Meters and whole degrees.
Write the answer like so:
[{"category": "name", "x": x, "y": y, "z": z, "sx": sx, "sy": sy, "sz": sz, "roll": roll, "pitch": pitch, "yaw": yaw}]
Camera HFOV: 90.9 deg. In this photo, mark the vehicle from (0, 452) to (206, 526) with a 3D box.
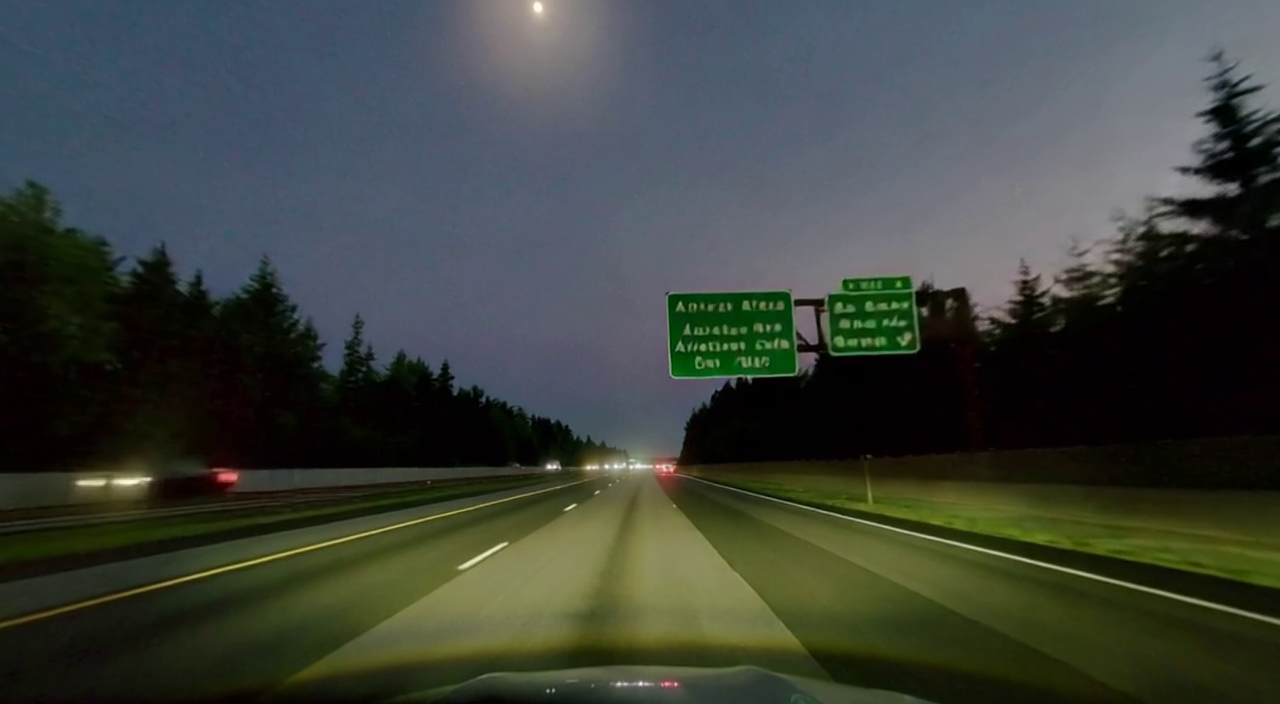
[{"category": "vehicle", "x": -12.875, "y": 3.205, "z": 15.114, "sx": 1.858, "sy": 1.466, "sz": 4.258, "roll": 1, "pitch": -11, "yaw": 0}]
